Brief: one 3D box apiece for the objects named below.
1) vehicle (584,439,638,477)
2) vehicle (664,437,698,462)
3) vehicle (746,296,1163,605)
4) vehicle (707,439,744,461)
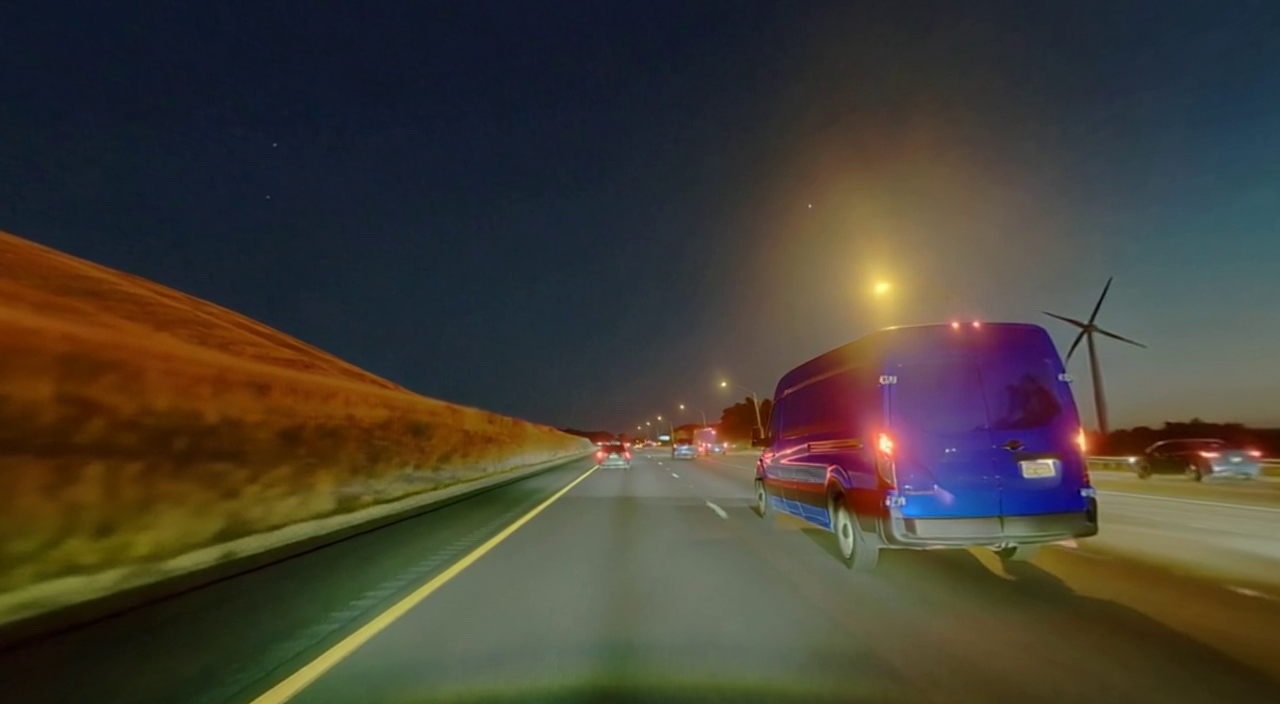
[{"bbox_3d":[-1.151,4.401,26.506,2.082,1.445,3.826,0,-8,-1],"label":"vehicle"},{"bbox_3d":[2.938,7.076,46.062,2.108,1.717,3.996,0,-8,-1],"label":"vehicle"},{"bbox_3d":[3.147,1.224,8.318,2.365,2.630,5.754,0,-8,-1],"label":"vehicle"},{"bbox_3d":[6.362,7.370,47.564,1.958,1.514,4.930,0,-8,-2],"label":"vehicle"}]
